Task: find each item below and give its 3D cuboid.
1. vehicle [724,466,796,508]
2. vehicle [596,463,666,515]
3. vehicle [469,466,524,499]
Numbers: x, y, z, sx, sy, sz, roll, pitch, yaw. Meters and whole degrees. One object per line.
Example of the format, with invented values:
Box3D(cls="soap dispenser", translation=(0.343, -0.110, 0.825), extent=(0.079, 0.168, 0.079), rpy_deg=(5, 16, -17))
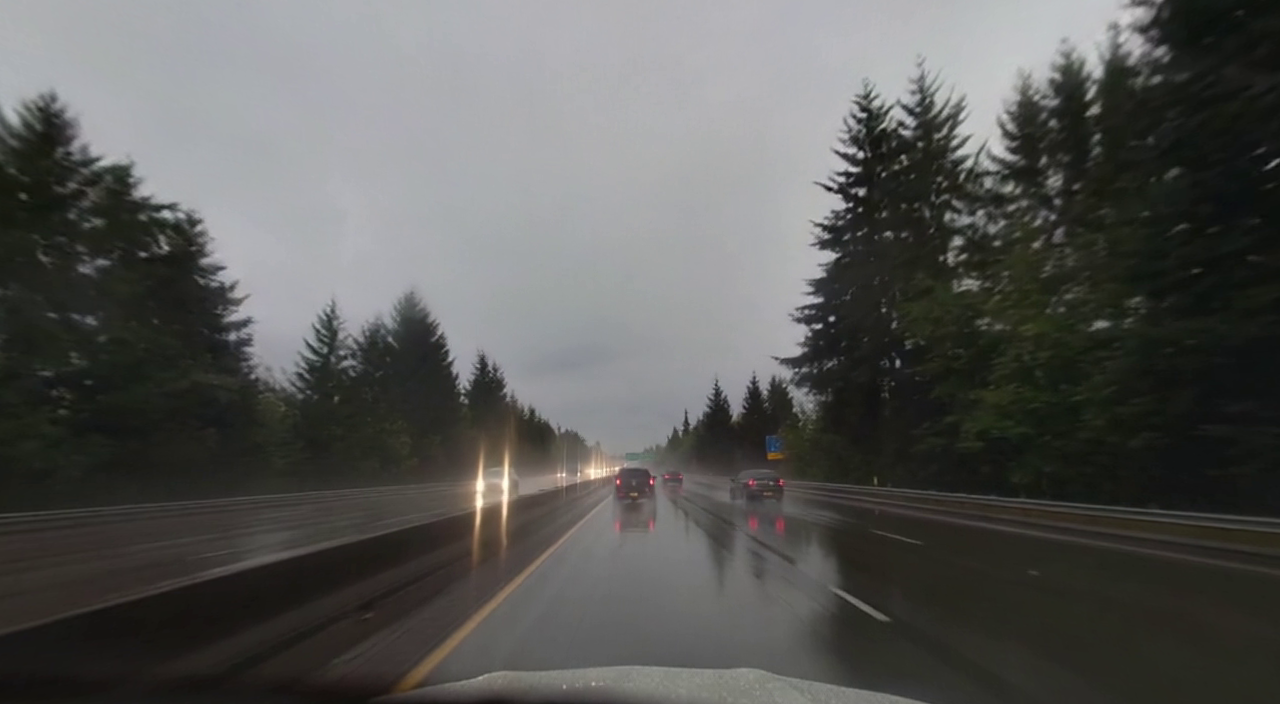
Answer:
Box3D(cls="vehicle", translation=(4.650, 5.294, 24.981), extent=(1.974, 1.476, 4.119), rpy_deg=(1, -10, -1))
Box3D(cls="vehicle", translation=(-0.261, 4.389, 20.458), extent=(2.060, 1.473, 3.726), rpy_deg=(1, -10, 0))
Box3D(cls="vehicle", translation=(-7.513, 6.854, 33.255), extent=(1.911, 1.585, 3.952), rpy_deg=(1, -10, 1))
